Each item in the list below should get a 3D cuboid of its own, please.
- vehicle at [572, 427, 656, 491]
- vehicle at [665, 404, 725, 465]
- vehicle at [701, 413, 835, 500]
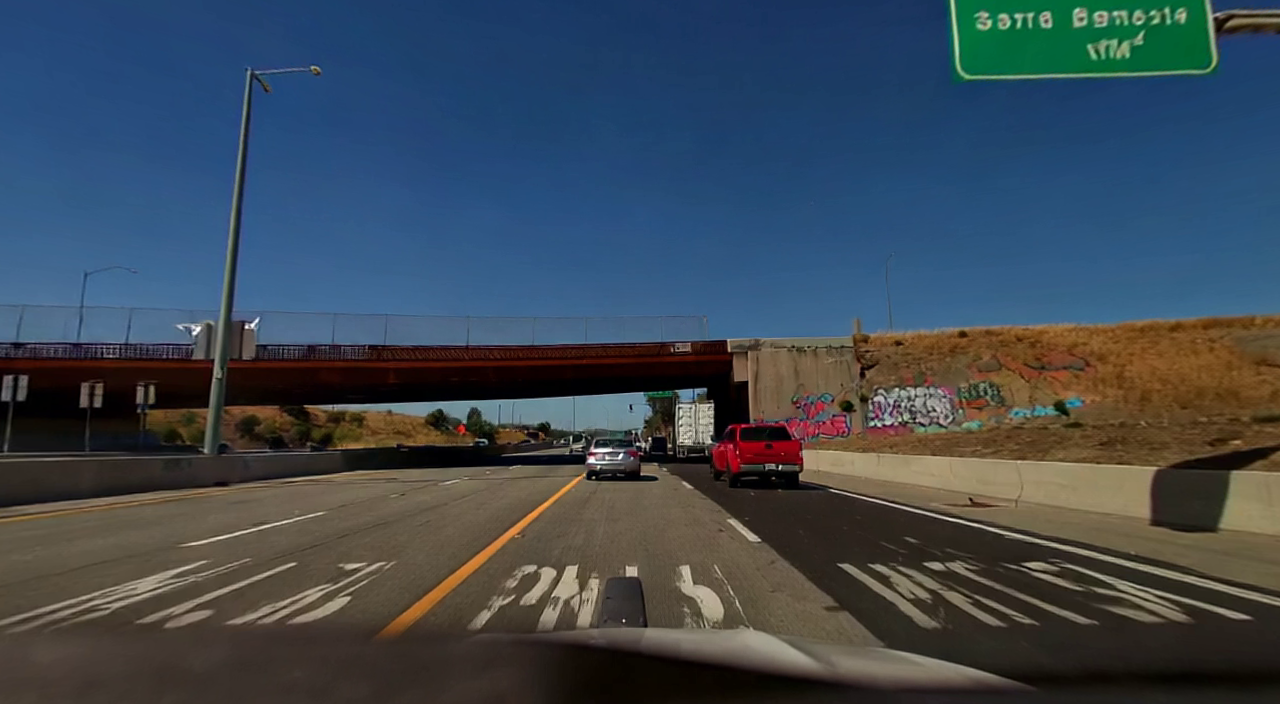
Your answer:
[{"bbox_3d":[-0.708,3.094,18.502,2.193,1.651,3.946,0,-8,-1],"label":"vehicle"},{"bbox_3d":[3.288,5.249,39.763,2.873,3.408,7.323,0,-8,-1],"label":"vehicle"},{"bbox_3d":[3.154,2.769,17.142,2.311,1.922,5.977,0,-8,-1],"label":"vehicle"}]
